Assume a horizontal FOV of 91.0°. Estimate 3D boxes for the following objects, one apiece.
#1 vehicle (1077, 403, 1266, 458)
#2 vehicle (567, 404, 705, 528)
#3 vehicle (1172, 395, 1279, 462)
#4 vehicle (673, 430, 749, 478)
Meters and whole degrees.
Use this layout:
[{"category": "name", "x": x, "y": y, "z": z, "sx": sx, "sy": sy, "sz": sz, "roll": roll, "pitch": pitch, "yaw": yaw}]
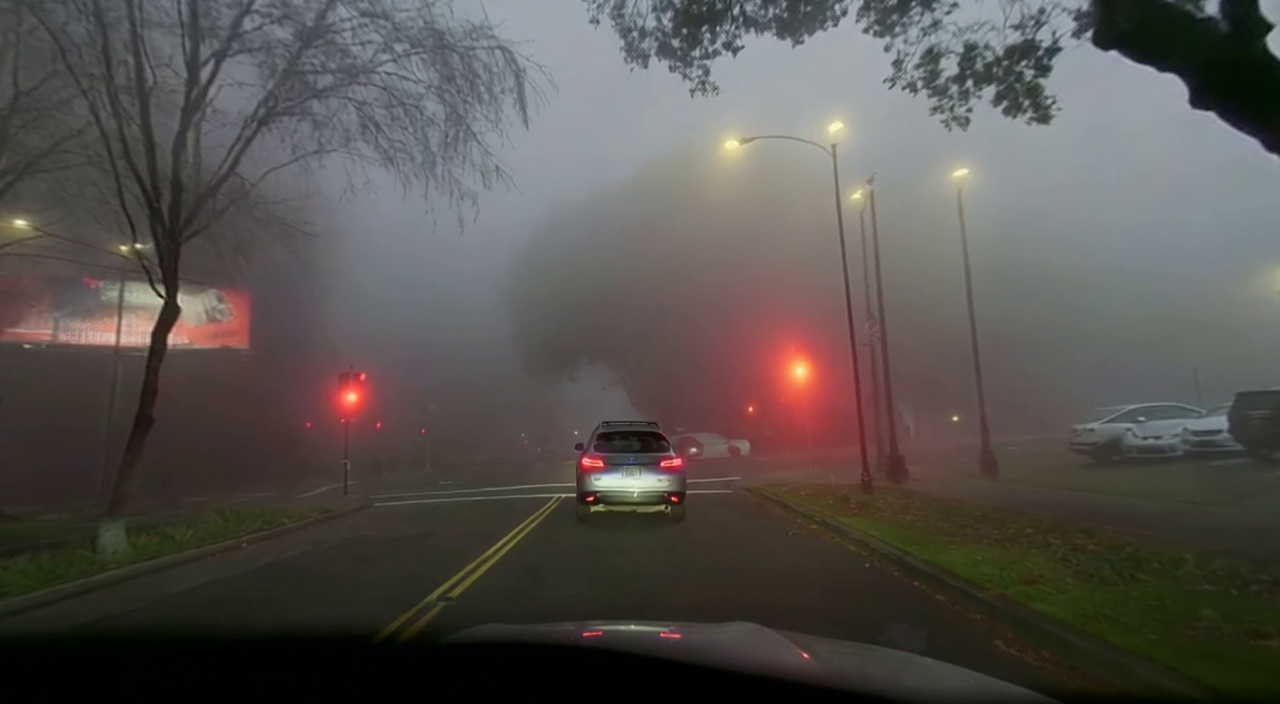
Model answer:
[{"category": "vehicle", "x": 15.588, "y": 2.353, "z": 18.704, "sx": 3.750, "sy": 1.502, "sz": 1.781, "roll": -3, "pitch": -8, "yaw": 14}, {"category": "vehicle", "x": -0.112, "y": 2.051, "z": 11.800, "sx": 2.142, "sy": 1.904, "sz": 3.816, "roll": 0, "pitch": -8, "yaw": -1}, {"category": "vehicle", "x": 16.046, "y": 1.829, "z": 15.678, "sx": 3.687, "sy": 1.500, "sz": 1.818, "roll": -4, "pitch": -6, "yaw": 11}, {"category": "vehicle", "x": 2.668, "y": 3.722, "z": 23.150, "sx": 1.716, "sy": 1.602, "sz": 3.403, "roll": -4, "pitch": -9, "yaw": 25}]
